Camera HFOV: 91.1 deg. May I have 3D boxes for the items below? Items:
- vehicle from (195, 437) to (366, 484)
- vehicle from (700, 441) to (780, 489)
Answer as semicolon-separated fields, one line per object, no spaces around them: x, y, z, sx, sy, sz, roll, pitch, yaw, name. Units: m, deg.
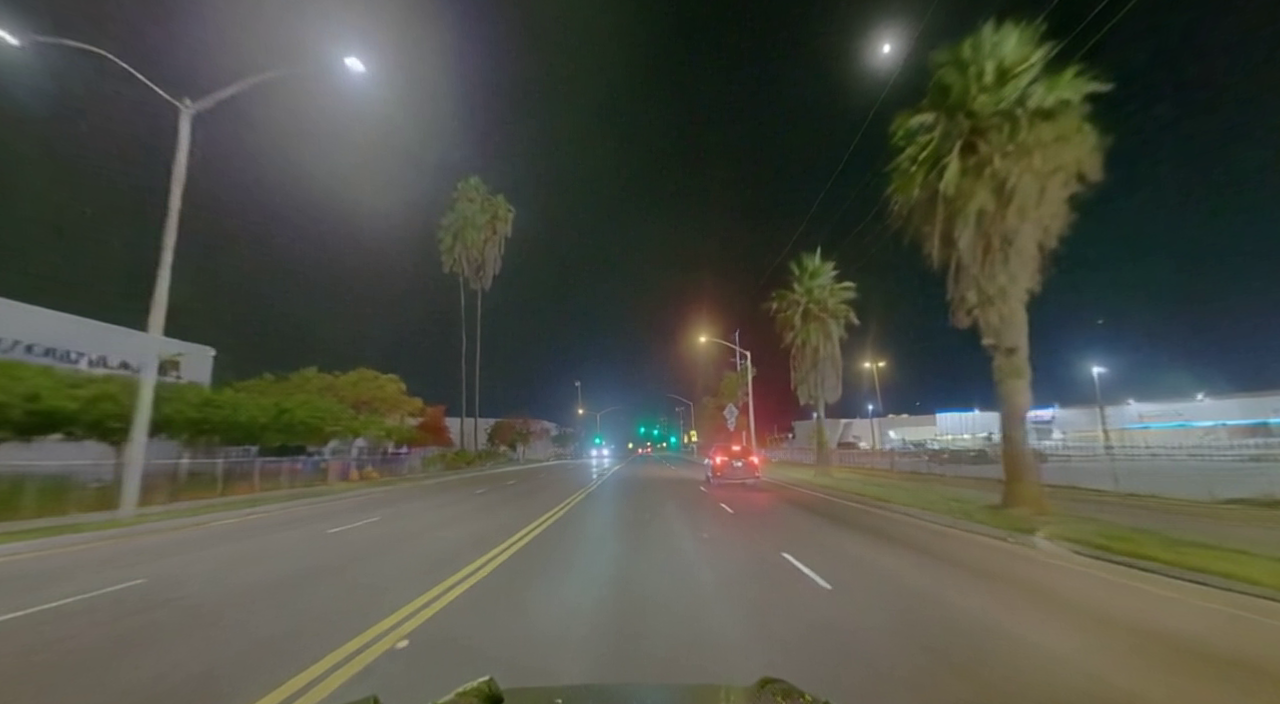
-18.161;5.455;32.093;6.969;2.132;2.716;8;-12;-44;vehicle
3.500;4.044;22.891;2.148;1.562;4.642;0;-8;0;vehicle
